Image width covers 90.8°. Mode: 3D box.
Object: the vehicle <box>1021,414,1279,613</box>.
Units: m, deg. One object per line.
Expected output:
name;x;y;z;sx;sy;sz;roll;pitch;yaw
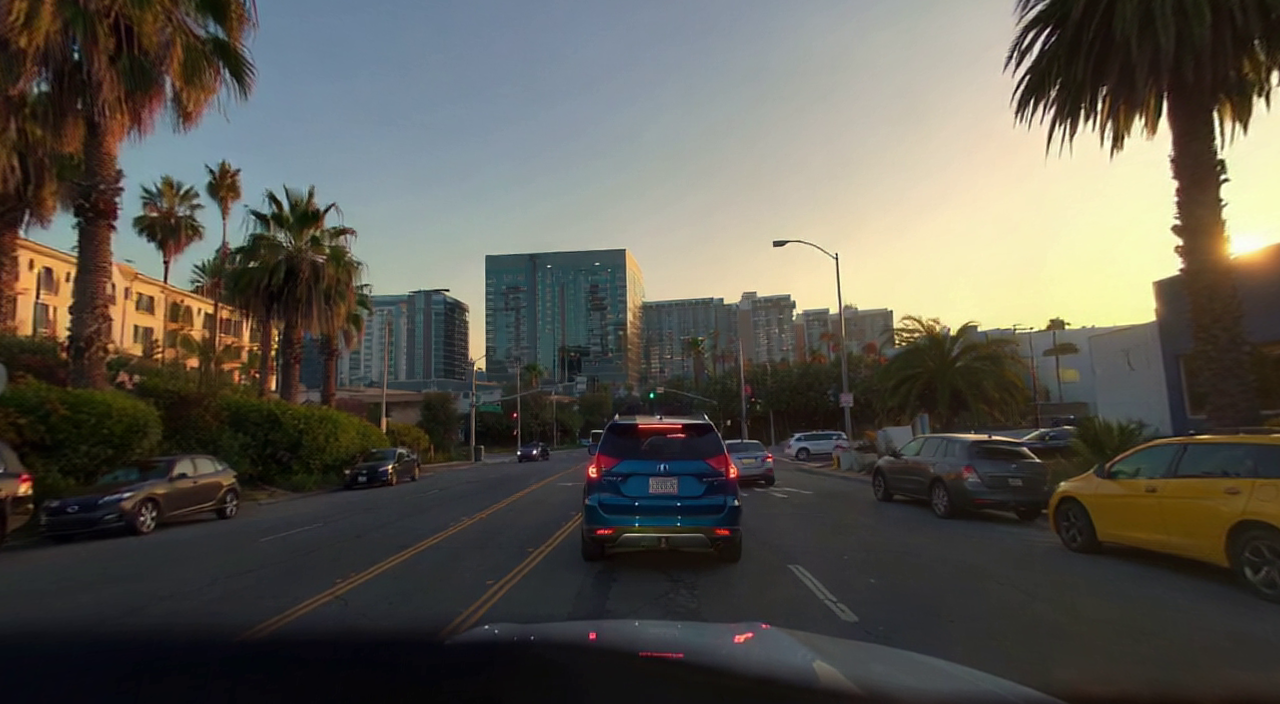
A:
vehicle;6.440;1.599;6.920;1.935;1.672;4.139;0;-8;1

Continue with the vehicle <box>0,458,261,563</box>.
vehicle;-9.582;2.806;11.889;2.054;1.467;4.595;-3;-9;0

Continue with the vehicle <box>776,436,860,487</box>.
vehicle;6.518;4.042;23.606;1.948;1.729;4.023;0;-8;0

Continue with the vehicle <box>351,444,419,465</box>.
vehicle;-18.750;7.574;46.664;1.759;1.457;4.297;-7;-11;37

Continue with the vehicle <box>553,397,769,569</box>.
vehicle;0.261;1.696;8.871;2.264;1.798;4.258;0;-8;1

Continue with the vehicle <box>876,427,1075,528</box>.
vehicle;6.668;2.521;13.238;1.930;1.736;4.329;-1;-8;3
